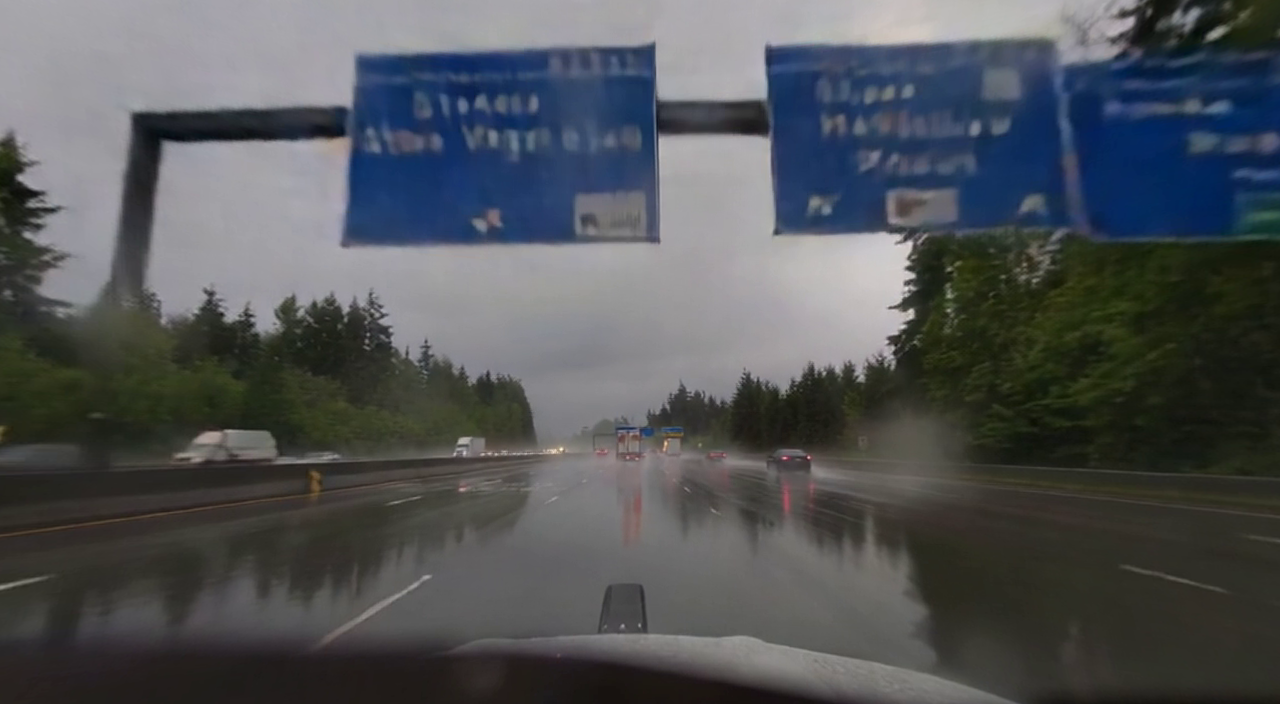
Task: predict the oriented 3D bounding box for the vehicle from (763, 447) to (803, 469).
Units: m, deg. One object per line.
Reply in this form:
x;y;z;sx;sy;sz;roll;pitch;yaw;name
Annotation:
10.872;8.109;48.218;1.989;1.591;4.348;0;-9;-1;vehicle

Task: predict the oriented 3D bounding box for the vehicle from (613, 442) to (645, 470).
-0.763;7.333;44.360;2.167;1.847;4.097;0;-9;-1;vehicle

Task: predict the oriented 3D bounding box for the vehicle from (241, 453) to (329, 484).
-18.602;6.090;33.295;1.988;1.511;4.496;0;-9;0;vehicle
